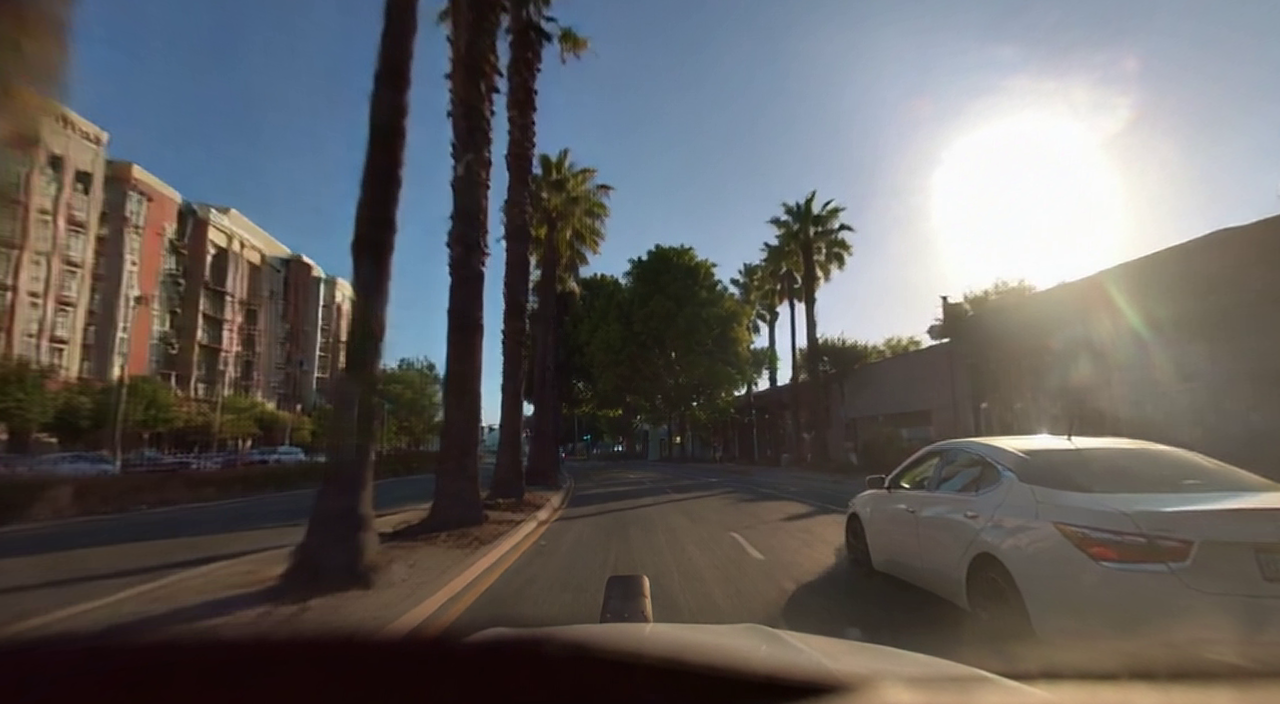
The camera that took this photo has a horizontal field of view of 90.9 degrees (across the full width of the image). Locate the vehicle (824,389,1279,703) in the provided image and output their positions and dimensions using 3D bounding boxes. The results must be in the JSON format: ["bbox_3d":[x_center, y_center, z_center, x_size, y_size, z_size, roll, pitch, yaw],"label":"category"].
[{"bbox_3d":[2.985,1.242,4.647,1.867,1.554,4.301,0,-9,-1],"label":"vehicle"}]
